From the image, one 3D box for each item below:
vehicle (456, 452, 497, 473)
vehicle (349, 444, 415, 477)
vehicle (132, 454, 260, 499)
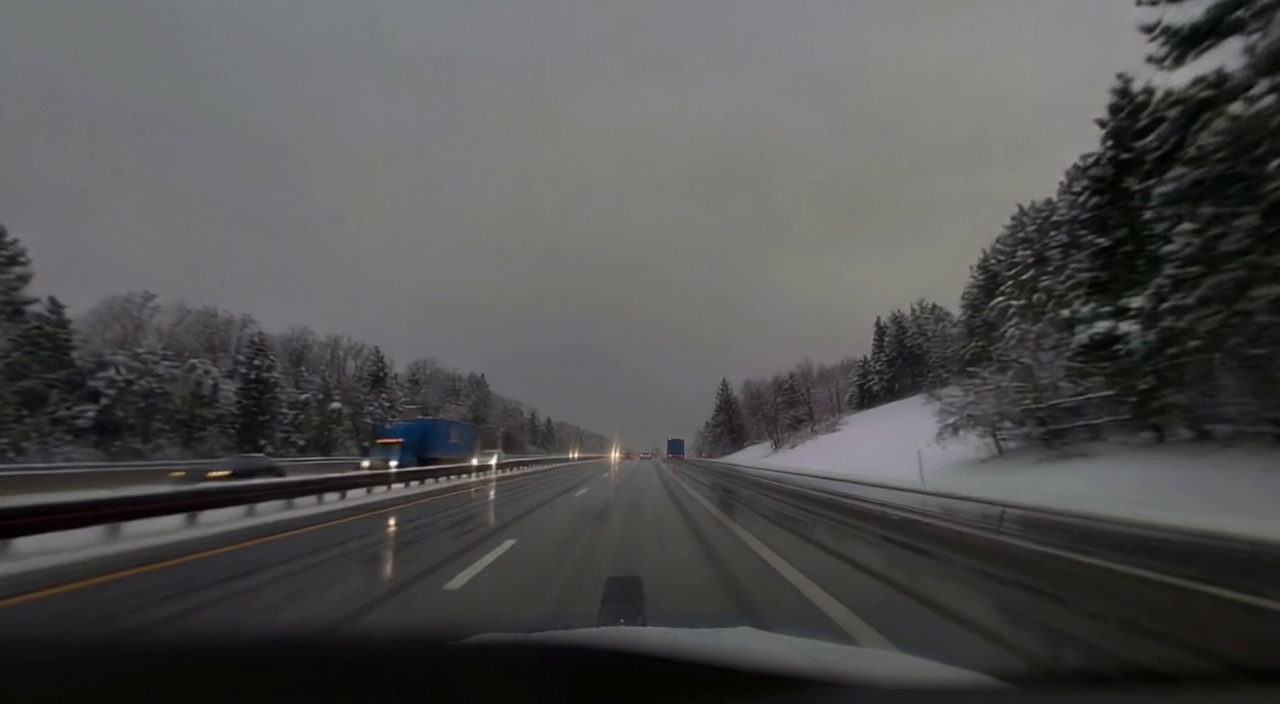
[{"bbox_3d":[-11.802,8.026,45.834,1.858,1.452,4.016,0,-9,1],"label":"vehicle"},{"bbox_3d":[-16.325,6.879,40.164,2.111,1.993,4.812,0,-9,1],"label":"vehicle"},{"bbox_3d":[-15.849,4.443,22.764,1.795,1.442,3.816,0,-9,0],"label":"vehicle"}]
